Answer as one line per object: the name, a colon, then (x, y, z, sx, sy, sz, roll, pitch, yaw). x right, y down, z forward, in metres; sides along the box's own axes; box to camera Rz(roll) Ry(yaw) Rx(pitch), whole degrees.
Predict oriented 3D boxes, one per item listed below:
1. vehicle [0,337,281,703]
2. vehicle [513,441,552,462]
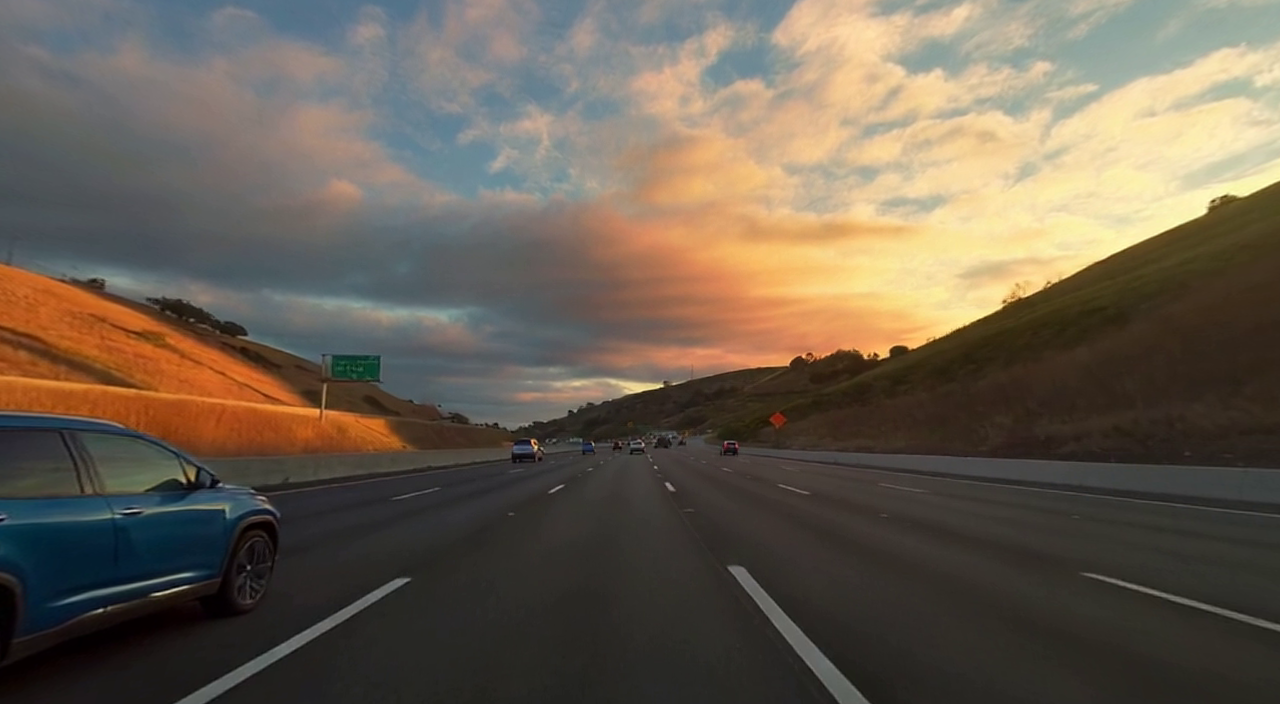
vehicle: (-3.643, 0.756, 2.249, 2.047, 1.715, 4.689, 0, -9, -1)
vehicle: (-7.931, 7.390, 47.144, 2.054, 1.474, 4.450, 0, -9, 1)
